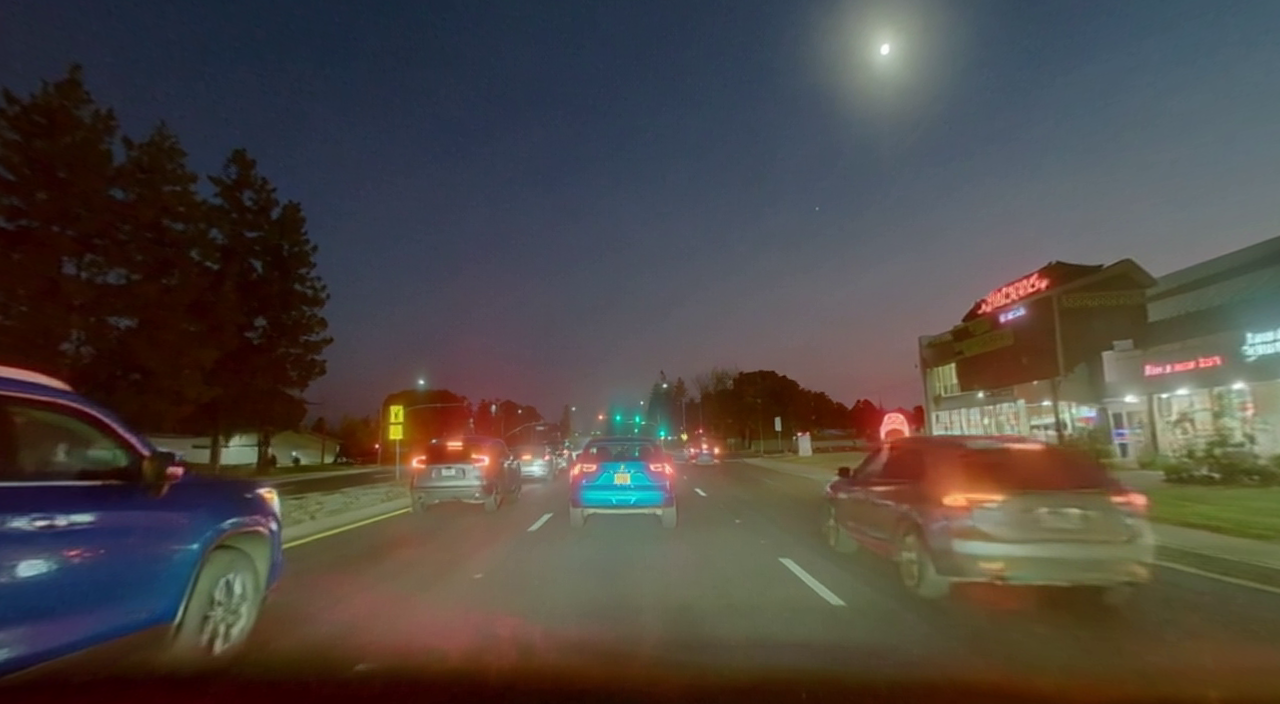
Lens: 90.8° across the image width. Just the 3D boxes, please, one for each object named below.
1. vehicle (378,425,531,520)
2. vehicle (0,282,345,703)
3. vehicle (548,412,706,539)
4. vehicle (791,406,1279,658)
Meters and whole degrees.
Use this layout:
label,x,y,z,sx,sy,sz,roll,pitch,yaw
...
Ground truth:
label,x,y,z,sx,sy,sz,roll,pitch,yaw
vehicle,-3.672,2.456,13.409,1.948,1.668,4.279,0,-8,0
vehicle,-3.555,0.756,2.645,2.304,1.928,4.833,0,-8,0
vehicle,-0.200,1.957,10.586,2.112,1.693,4.058,0,-8,-1
vehicle,3.157,1.457,6.323,2.056,1.536,4.678,0,-8,-1
